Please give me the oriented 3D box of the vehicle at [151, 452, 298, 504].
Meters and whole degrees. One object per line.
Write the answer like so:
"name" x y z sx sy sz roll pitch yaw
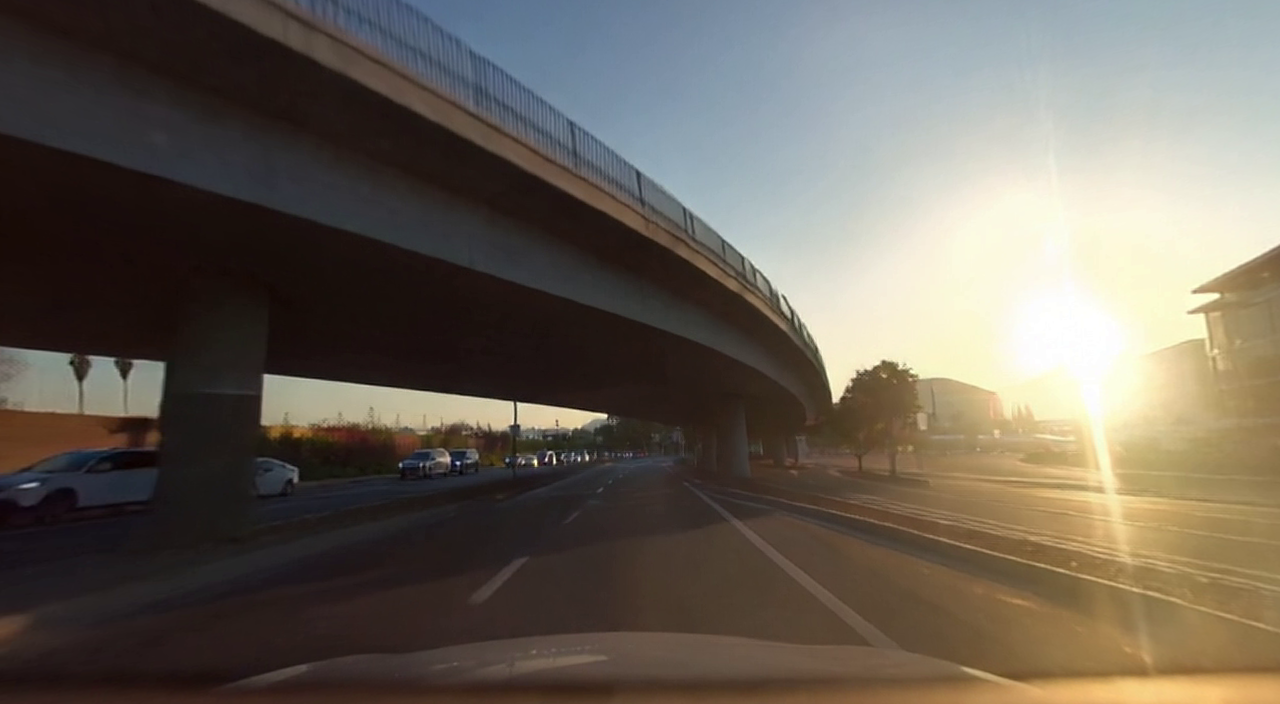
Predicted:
"vehicle" -13.727 4.202 21.277 1.847 1.498 4.368 1 -10 2

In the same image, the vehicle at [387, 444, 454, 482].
"vehicle" -13.083 6.647 38.083 2.136 2.016 5.354 2 -9 -1

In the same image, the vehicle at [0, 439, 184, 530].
"vehicle" -13.649 3.040 15.221 1.886 1.801 4.337 2 -8 2
